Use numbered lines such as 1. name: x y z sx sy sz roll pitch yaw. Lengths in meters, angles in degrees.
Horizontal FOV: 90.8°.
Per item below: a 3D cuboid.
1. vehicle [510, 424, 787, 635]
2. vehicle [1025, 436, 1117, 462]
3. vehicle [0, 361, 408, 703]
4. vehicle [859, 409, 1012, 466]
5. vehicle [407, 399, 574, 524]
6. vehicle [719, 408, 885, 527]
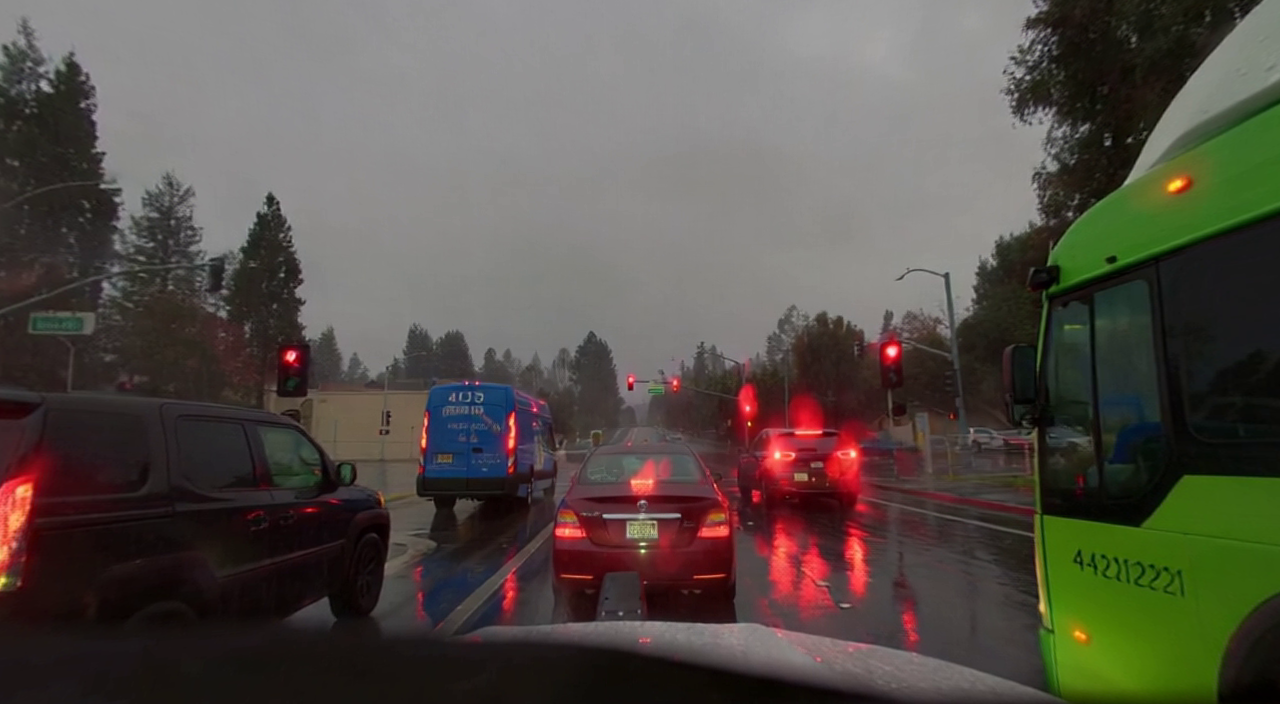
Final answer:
1. vehicle: 0.057 1.546 6.405 1.976 1.485 3.624 0 -8 0
2. vehicle: 25.860 5.825 37.986 4.229 1.489 1.794 0 -8 -1
3. vehicle: -3.415 1.175 4.621 1.921 1.701 3.989 0 -8 0
4. vehicle: 17.581 5.133 37.920 7.839 3.213 2.628 0 -9 -3
5. vehicle: -2.942 2.348 13.951 2.335 2.221 5.165 0 -8 1
6. vehicle: 3.144 2.399 13.672 2.143 2.036 5.367 0 -8 0
